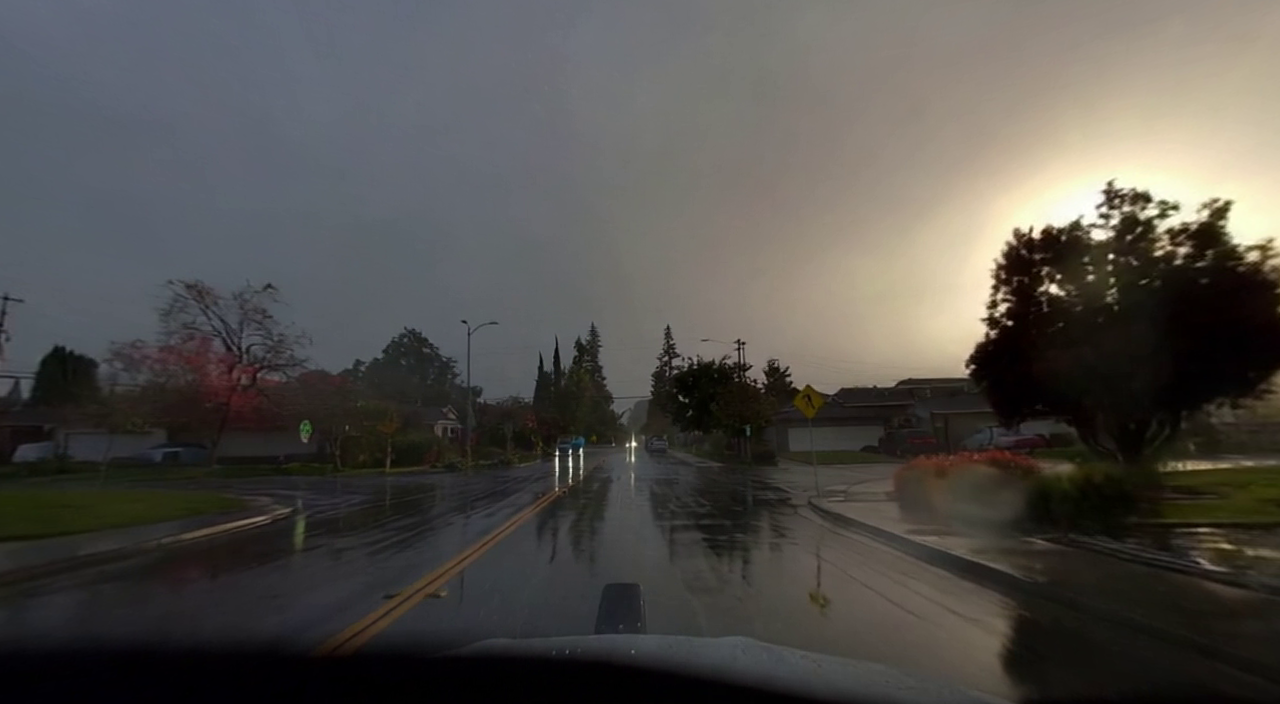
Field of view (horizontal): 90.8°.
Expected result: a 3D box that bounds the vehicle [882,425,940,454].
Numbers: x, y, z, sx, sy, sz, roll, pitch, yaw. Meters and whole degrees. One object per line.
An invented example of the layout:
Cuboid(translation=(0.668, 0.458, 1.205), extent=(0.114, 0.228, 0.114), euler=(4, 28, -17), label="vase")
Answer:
Cuboid(translation=(18.404, 5.921, 43.153), extent=(2.001, 1.750, 4.673), euler=(0, -6, 2), label="vehicle")

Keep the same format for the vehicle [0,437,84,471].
Cuboid(translation=(-37.041, 6.176, 38.426), extent=(2.016, 1.908, 4.814), euler=(0, -8, 0), label="vehicle")
